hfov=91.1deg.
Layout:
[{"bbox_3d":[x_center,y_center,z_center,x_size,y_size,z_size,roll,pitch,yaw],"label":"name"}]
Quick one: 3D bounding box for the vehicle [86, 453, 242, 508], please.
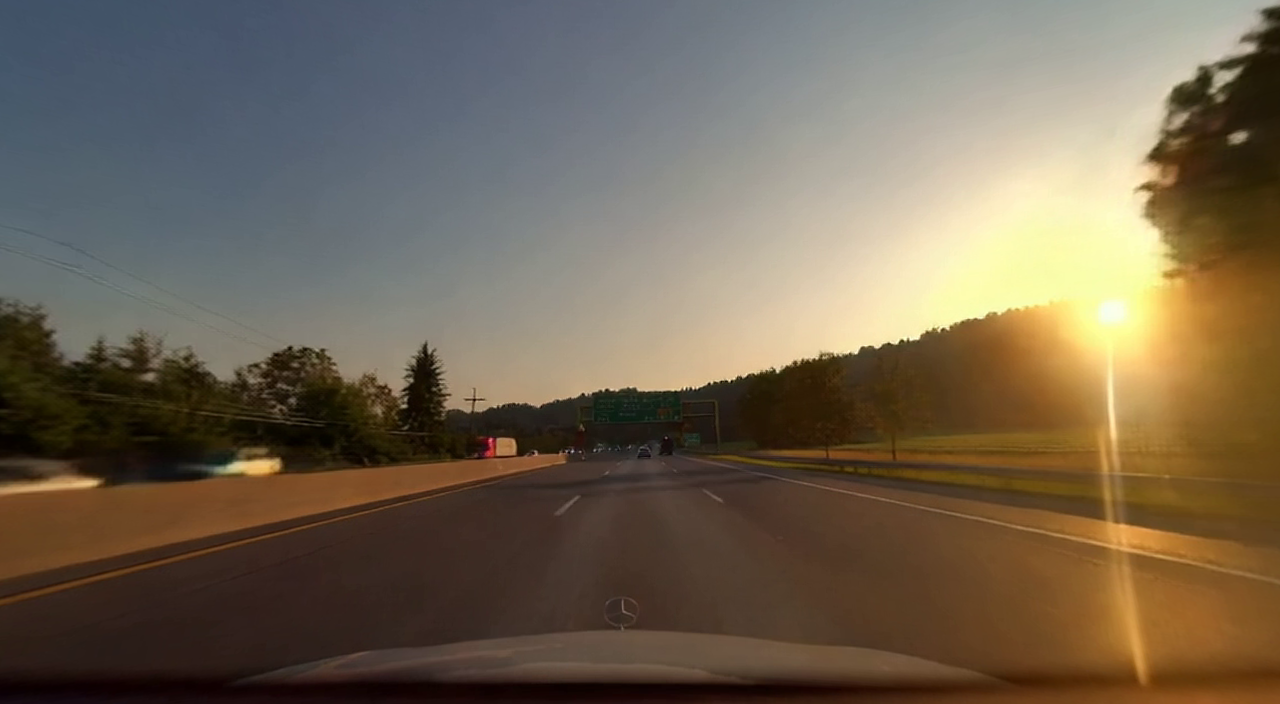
[{"bbox_3d":[-15.670,4.213,21.057,1.828,1.570,4.326,0,-9,-1],"label":"vehicle"}]
